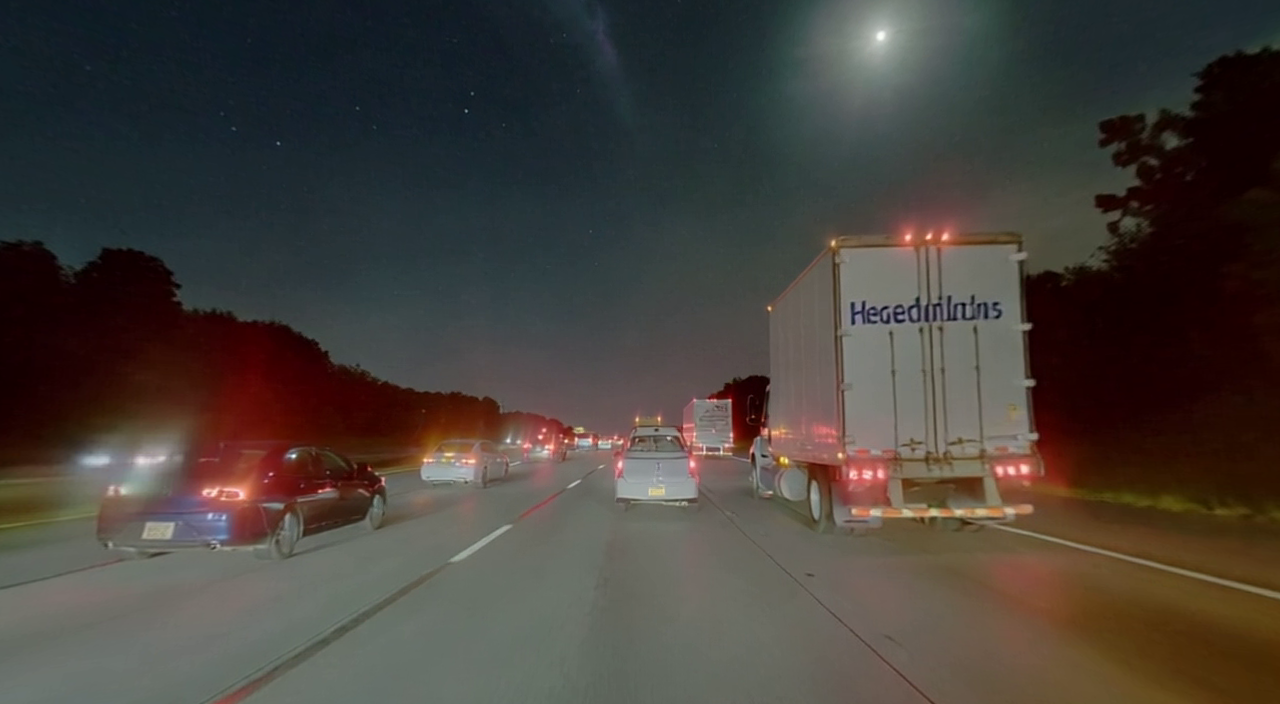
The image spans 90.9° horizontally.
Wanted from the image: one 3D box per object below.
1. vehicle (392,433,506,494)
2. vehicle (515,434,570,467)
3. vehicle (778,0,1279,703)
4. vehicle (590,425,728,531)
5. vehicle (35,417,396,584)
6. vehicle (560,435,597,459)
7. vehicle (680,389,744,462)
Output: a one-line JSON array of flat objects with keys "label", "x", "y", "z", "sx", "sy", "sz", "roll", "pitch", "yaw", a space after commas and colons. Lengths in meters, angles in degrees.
[{"label": "vehicle", "x": -5.094, "y": 2.993, "z": 17.413, "sx": 1.880, "sy": 1.458, "sz": 3.978, "roll": 0, "pitch": -8, "yaw": 0}, {"label": "vehicle", "x": -4.682, "y": 4.770, "z": 30.791, "sx": 1.887, "sy": 1.493, "sz": 4.411, "roll": 0, "pitch": -8, "yaw": 1}, {"label": "vehicle", "x": 3.986, "y": -0.095, "z": 4.042, "sx": 2.817, "sy": 3.989, "sz": 14.321, "roll": 0, "pitch": -8, "yaw": -1}, {"label": "vehicle", "x": 0.262, "y": 2.054, "z": 10.903, "sx": 1.973, "sy": 1.505, "sz": 3.568, "roll": 0, "pitch": -8, "yaw": 0}, {"label": "vehicle", "x": -4.607, "y": 1.611, "z": 7.662, "sx": 1.821, "sy": 1.514, "sz": 3.677, "roll": 0, "pitch": -8, "yaw": 0}, {"label": "vehicle", "x": -4.055, "y": 6.344, "z": 42.307, "sx": 2.005, "sy": 1.475, "sz": 4.466, "roll": 0, "pitch": -8, "yaw": 1}, {"label": "vehicle", "x": 4.500, "y": 5.086, "z": 42.610, "sx": 2.892, "sy": 4.101, "sz": 14.252, "roll": 0, "pitch": -8, "yaw": 1}]
